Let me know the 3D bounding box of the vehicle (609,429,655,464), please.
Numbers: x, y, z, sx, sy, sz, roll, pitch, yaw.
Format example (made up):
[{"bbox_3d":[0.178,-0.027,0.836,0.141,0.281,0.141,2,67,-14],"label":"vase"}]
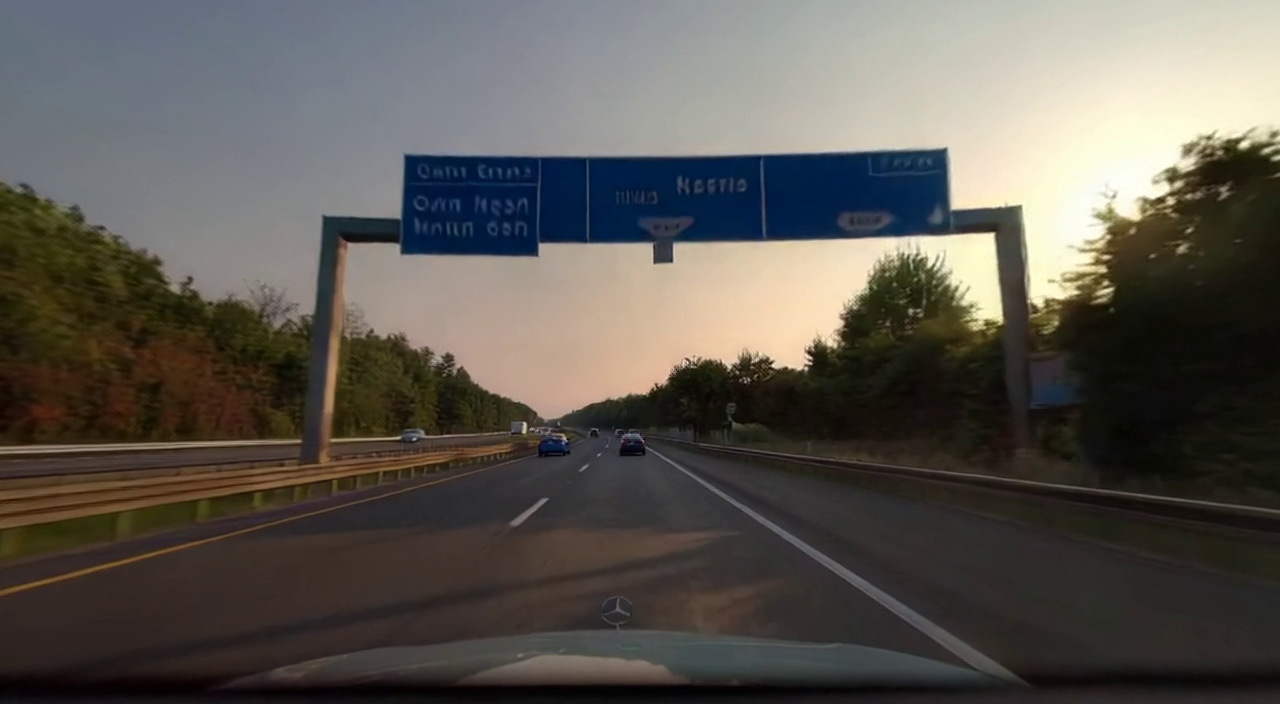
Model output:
[{"bbox_3d":[-0.468,4.749,31.767,2.162,1.616,4.242,0,-8,-2],"label":"vehicle"}]

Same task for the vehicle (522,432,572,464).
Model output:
[{"bbox_3d":[-4.716,4.880,32.378,1.975,1.518,4.242,0,-8,-1],"label":"vehicle"}]
